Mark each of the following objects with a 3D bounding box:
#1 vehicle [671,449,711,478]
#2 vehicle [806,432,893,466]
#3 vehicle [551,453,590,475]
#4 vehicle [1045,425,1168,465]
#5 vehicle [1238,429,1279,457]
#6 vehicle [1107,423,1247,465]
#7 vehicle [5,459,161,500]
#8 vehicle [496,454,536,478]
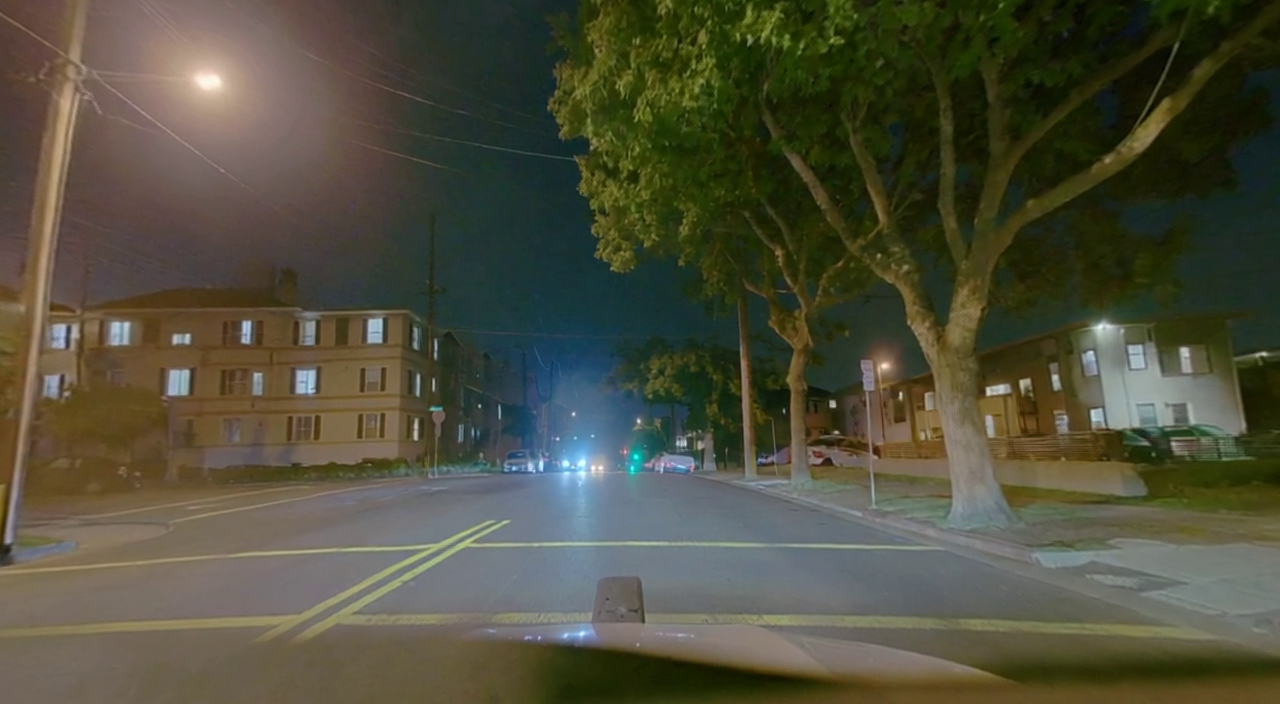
[{"bbox_3d":[3.191,7.047,40.197,1.993,1.755,4.256,0,-9,-2],"label":"vehicle"},{"bbox_3d":[11.170,5.139,33.620,4.509,1.664,1.981,6,-10,-34],"label":"vehicle"},{"bbox_3d":[-5.065,8.222,46.521,2.179,1.494,4.523,-1,-9,2],"label":"vehicle"},{"bbox_3d":[22.037,4.363,30.082,4.320,1.673,1.957,-2,-6,24],"label":"vehicle"},{"bbox_3d":[32.857,4.676,32.485,3.433,1.389,1.683,4,-9,-24],"label":"vehicle"},{"bbox_3d":[22.357,3.881,26.415,4.002,1.505,2.061,-2,-10,-5],"label":"vehicle"},{"bbox_3d":[-22.321,5.110,25.456,4.424,1.486,1.814,0,-9,-2],"label":"vehicle"},{"bbox_3d":[-8.622,7.943,44.255,2.066,1.472,4.353,0,-9,-1],"label":"vehicle"}]
